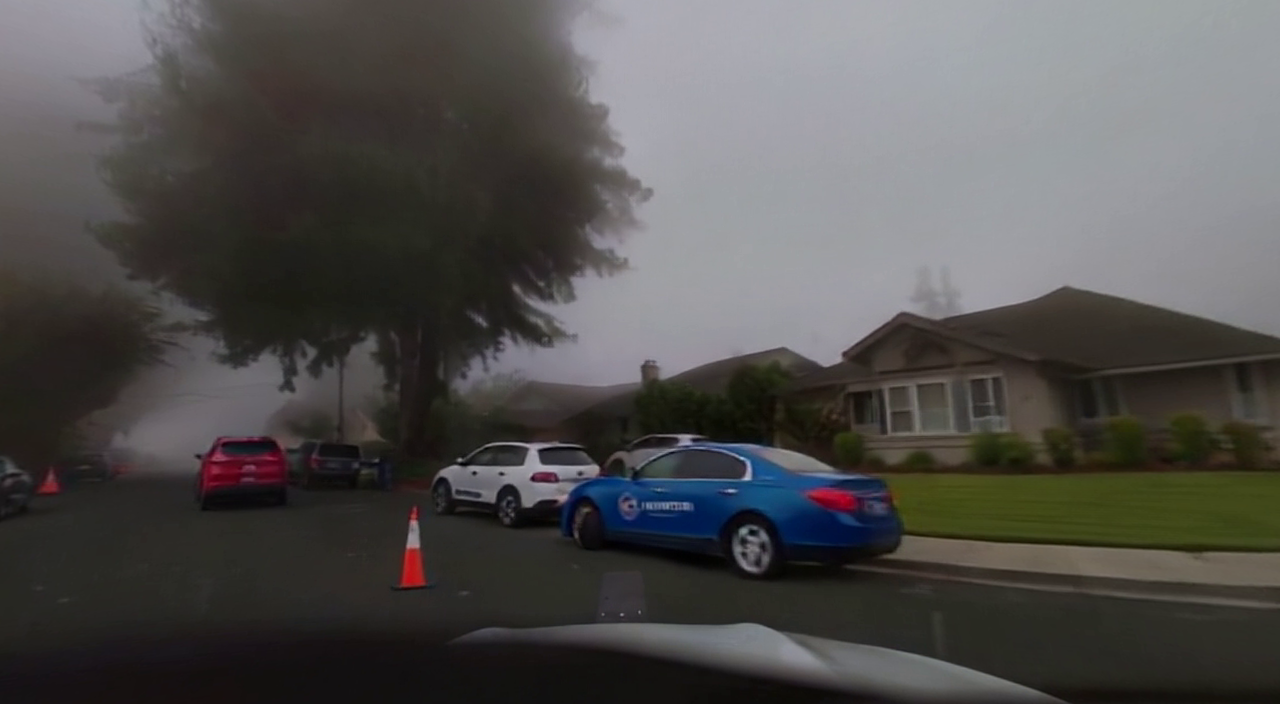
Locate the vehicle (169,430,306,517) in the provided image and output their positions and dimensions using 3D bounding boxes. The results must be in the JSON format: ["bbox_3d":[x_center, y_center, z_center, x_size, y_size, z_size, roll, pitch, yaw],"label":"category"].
[{"bbox_3d":[-9.734,2.808,15.153,2.350,1.748,4.094,6,-10,-36],"label":"vehicle"}]

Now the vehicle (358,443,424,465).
[{"bbox_3d":[-19.431,7.958,49.357,4.486,1.629,1.792,5,-10,-33],"label":"vehicle"}]

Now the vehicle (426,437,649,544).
[{"bbox_3d":[-2.167,2.379,11.894,1.996,1.497,5.022,5,-9,-37],"label":"vehicle"}]

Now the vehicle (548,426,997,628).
[{"bbox_3d":[1.126,1.718,7.455,2.400,1.515,4.710,6,-11,-36],"label":"vehicle"}]

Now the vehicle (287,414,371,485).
[{"bbox_3d":[-14.432,4.480,29.133,2.268,2.900,5.980,6,-11,-36],"label":"vehicle"}]

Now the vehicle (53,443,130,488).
[{"bbox_3d":[-25.650,5.245,29.714,2.241,1.822,4.728,4,-9,-36],"label":"vehicle"}]
